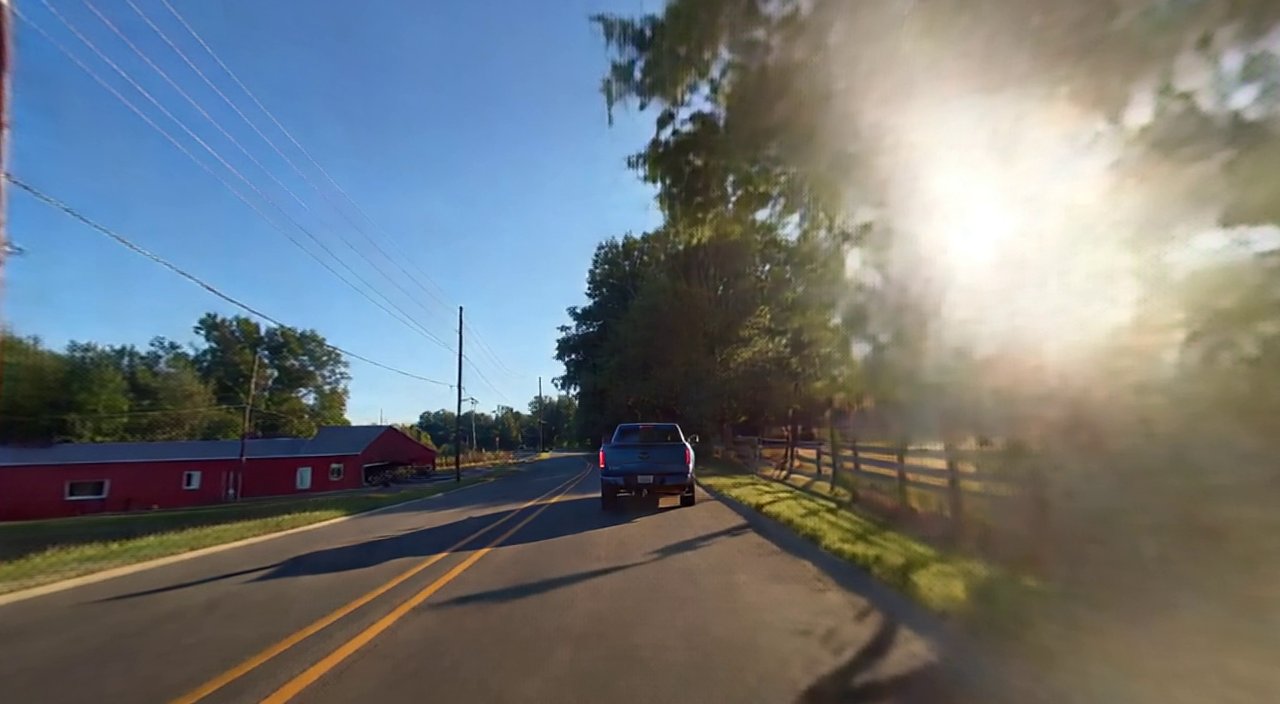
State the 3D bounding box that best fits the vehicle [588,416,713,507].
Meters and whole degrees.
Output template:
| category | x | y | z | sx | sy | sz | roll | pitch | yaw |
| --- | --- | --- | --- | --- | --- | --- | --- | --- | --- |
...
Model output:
| category | x | y | z | sx | sy | sz | roll | pitch | yaw |
| --- | --- | --- | --- | --- | --- | --- | --- | --- | --- |
| vehicle | 0.130 | 2.843 | 16.909 | 2.693 | 1.941 | 6.356 | 0 | -9 | -2 |
